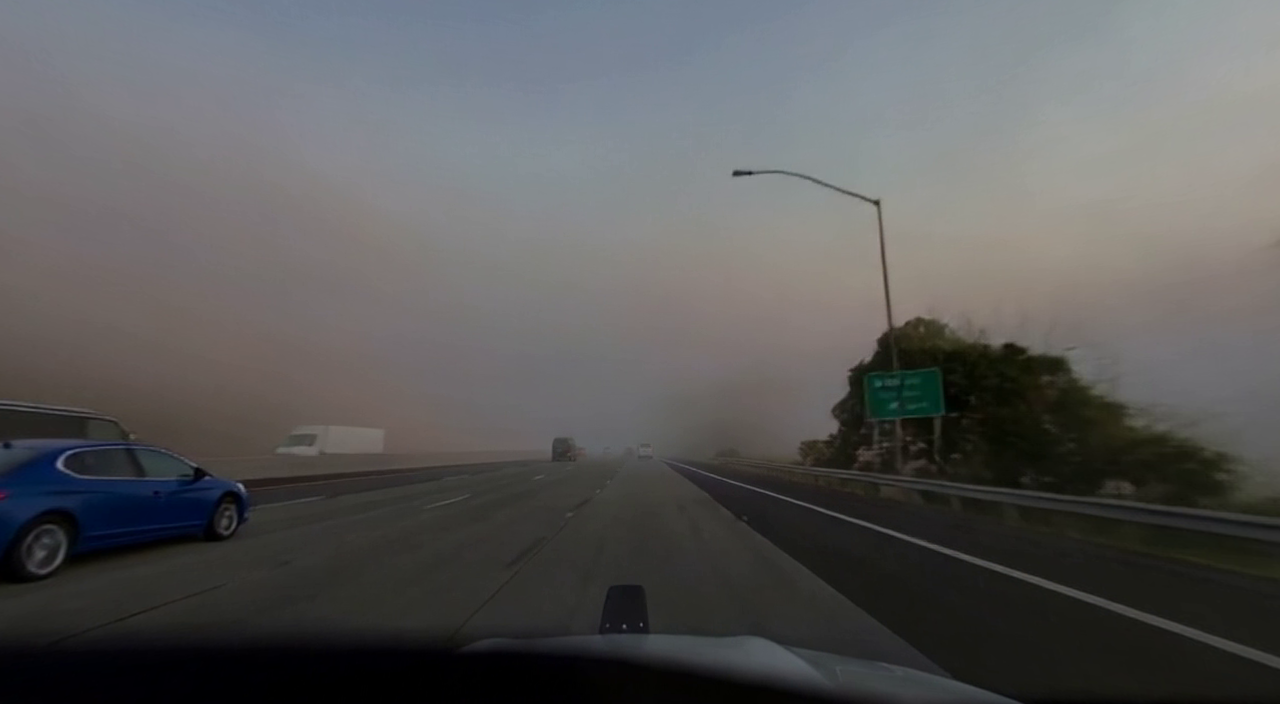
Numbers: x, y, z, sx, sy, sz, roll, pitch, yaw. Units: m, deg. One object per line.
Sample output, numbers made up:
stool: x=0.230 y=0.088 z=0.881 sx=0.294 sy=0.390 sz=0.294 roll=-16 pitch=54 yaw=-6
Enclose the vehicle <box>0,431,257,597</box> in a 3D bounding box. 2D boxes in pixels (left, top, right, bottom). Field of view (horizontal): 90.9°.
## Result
vehicle: x=-6.758 y=1.662 z=7.025 sx=1.981 sy=1.486 sz=4.735 roll=0 pitch=-8 yaw=0
